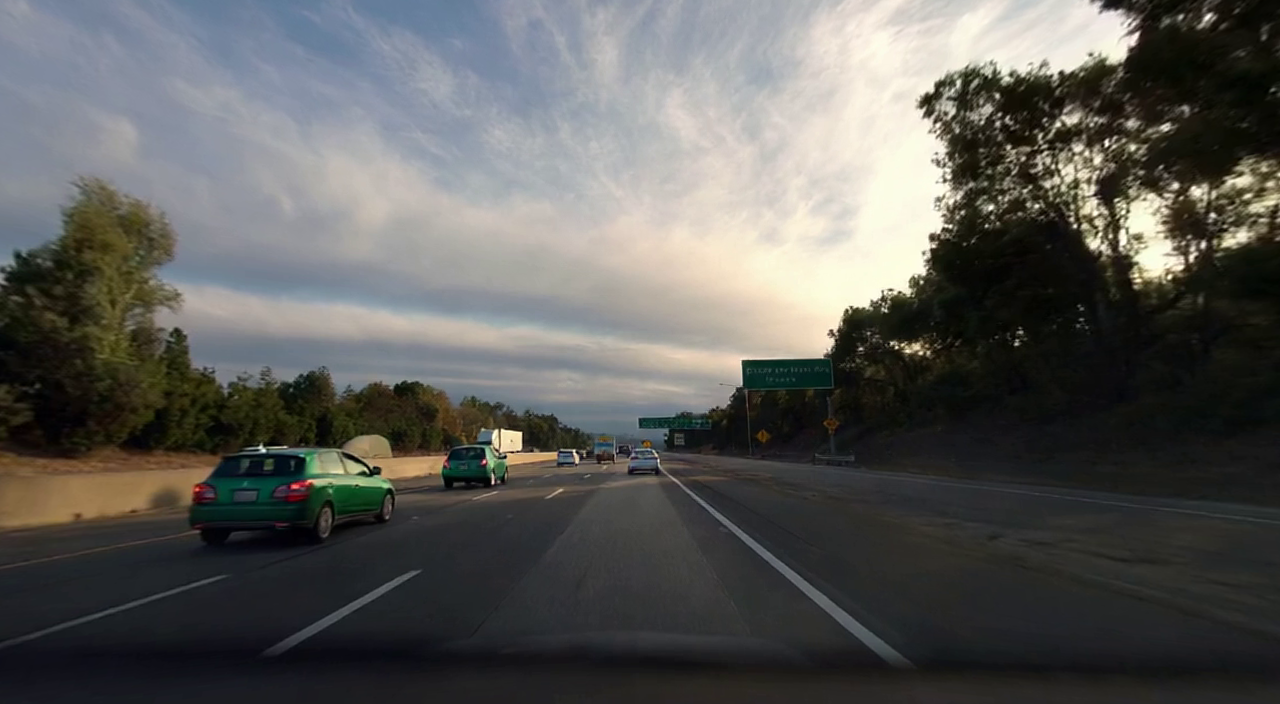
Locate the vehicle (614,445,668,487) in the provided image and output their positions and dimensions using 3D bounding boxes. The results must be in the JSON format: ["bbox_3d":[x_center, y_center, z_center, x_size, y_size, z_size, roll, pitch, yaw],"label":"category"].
[{"bbox_3d":[0.002,4.346,24.231,1.940,1.451,3.512,0,-9,-1],"label":"vehicle"}]

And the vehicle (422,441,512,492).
[{"bbox_3d":[-6.023,4.027,22.443,2.058,1.626,4.118,0,-9,-1],"label":"vehicle"}]

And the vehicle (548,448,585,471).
[{"bbox_3d":[-4.949,7.280,42.818,1.892,1.481,4.180,0,-9,1],"label":"vehicle"}]

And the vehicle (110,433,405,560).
[{"bbox_3d":[-5.473,2.095,9.809,2.043,1.534,4.032,0,-9,0],"label":"vehicle"}]
